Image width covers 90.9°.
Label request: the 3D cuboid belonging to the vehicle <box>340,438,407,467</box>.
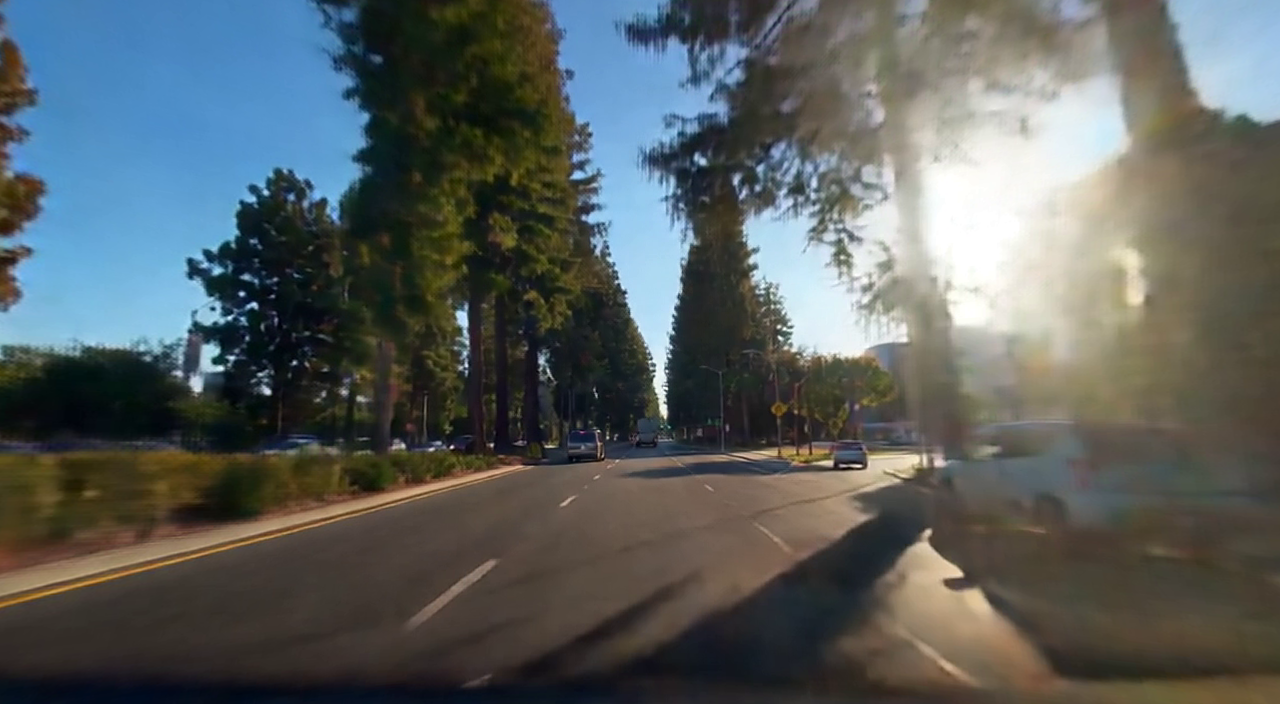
[{"bbox_3d":[-16.352,6.174,38.931,2.042,1.654,4.603,0,-8,1],"label":"vehicle"}]

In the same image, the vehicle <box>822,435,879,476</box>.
[{"bbox_3d":[9.847,4.829,29.720,2.280,1.757,4.572,-3,-9,16],"label":"vehicle"}]

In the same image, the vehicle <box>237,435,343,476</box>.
[{"bbox_3d":[-16.410,4.888,29.896,2.163,1.761,4.848,0,-9,1],"label":"vehicle"}]

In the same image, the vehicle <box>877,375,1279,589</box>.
[{"bbox_3d":[5.539,1.674,9.034,2.381,2.008,5.971,-1,-9,5],"label":"vehicle"}]

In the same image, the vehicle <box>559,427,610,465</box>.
[{"bbox_3d":[-3.045,5.304,35.584,2.255,1.940,4.822,-1,-8,2],"label":"vehicle"}]

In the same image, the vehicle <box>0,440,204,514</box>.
[{"bbox_3d":[-13.167,2.881,15.105,2.053,1.496,4.569,-1,-8,2],"label":"vehicle"}]
